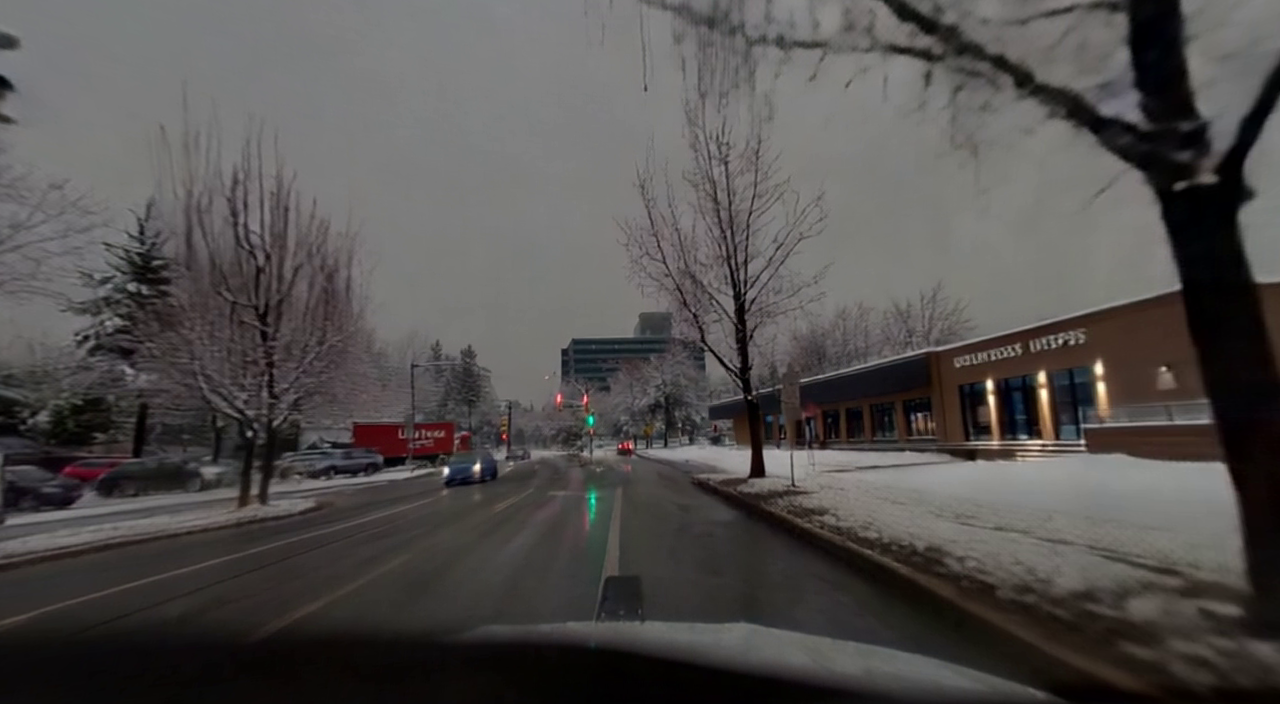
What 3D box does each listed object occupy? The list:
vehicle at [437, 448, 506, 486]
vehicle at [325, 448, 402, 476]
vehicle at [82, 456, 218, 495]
[{"bbox_3d":[-7.363,5.045,28.018,1.899,1.517,4.384,0,-8,-1],"label":"vehicle"},{"bbox_3d":[-18.097,7.206,41.629,2.101,1.721,4.587,-3,-9,17],"label":"vehicle"},{"bbox_3d":[-21.948,5.542,28.555,1.928,1.490,4.462,-4,-9,16],"label":"vehicle"}]
